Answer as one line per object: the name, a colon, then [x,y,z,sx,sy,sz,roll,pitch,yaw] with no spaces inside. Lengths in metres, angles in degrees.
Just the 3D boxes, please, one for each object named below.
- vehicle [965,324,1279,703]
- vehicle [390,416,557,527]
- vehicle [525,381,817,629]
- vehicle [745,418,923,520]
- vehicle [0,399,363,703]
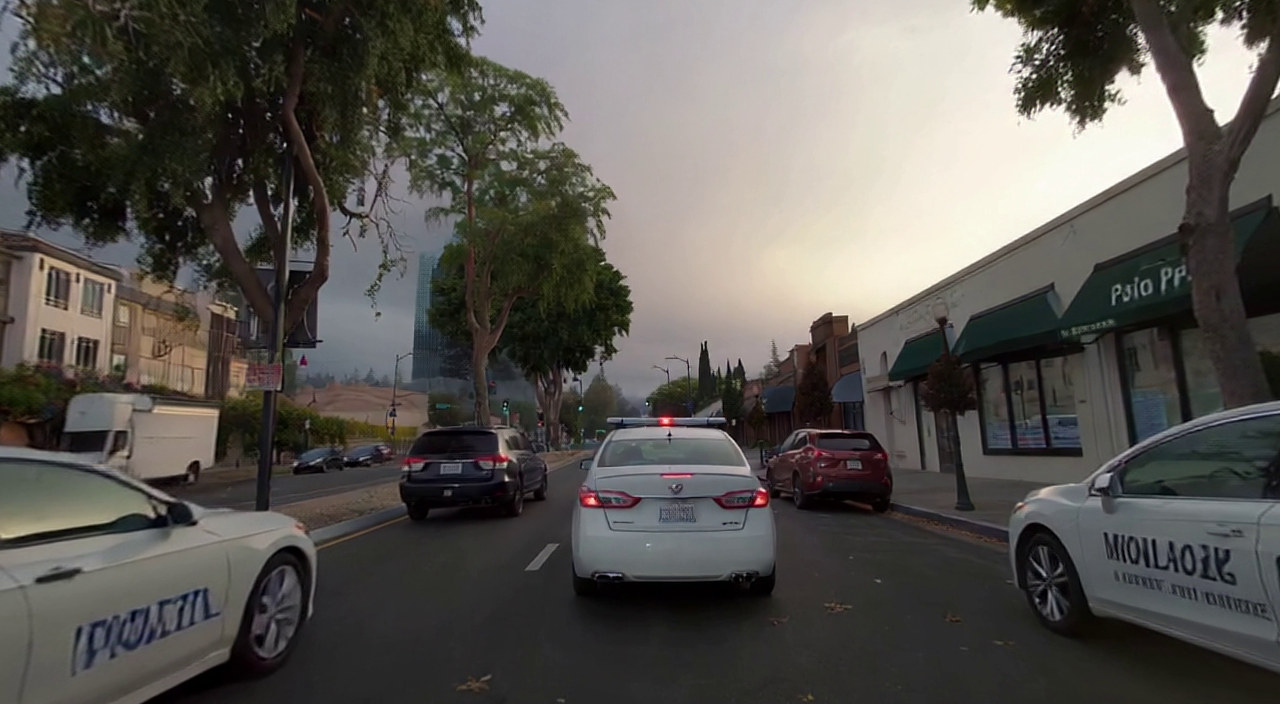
vehicle: [3.988,0.904,3.232,1.987,1.877,5.330,3,-8,2]
vehicle: [-3.020,2.292,12.619,2.135,1.806,4.514,0,-8,-1]
vehicle: [0.201,1.388,6.592,2.075,1.770,4.018,0,-8,-1]
vehicle: [4.056,2.584,14.535,2.038,1.865,5.786,0,-8,-2]
vehicle: [-2.935,0.946,2.333,1.908,1.474,4.257,0,-8,-1]
